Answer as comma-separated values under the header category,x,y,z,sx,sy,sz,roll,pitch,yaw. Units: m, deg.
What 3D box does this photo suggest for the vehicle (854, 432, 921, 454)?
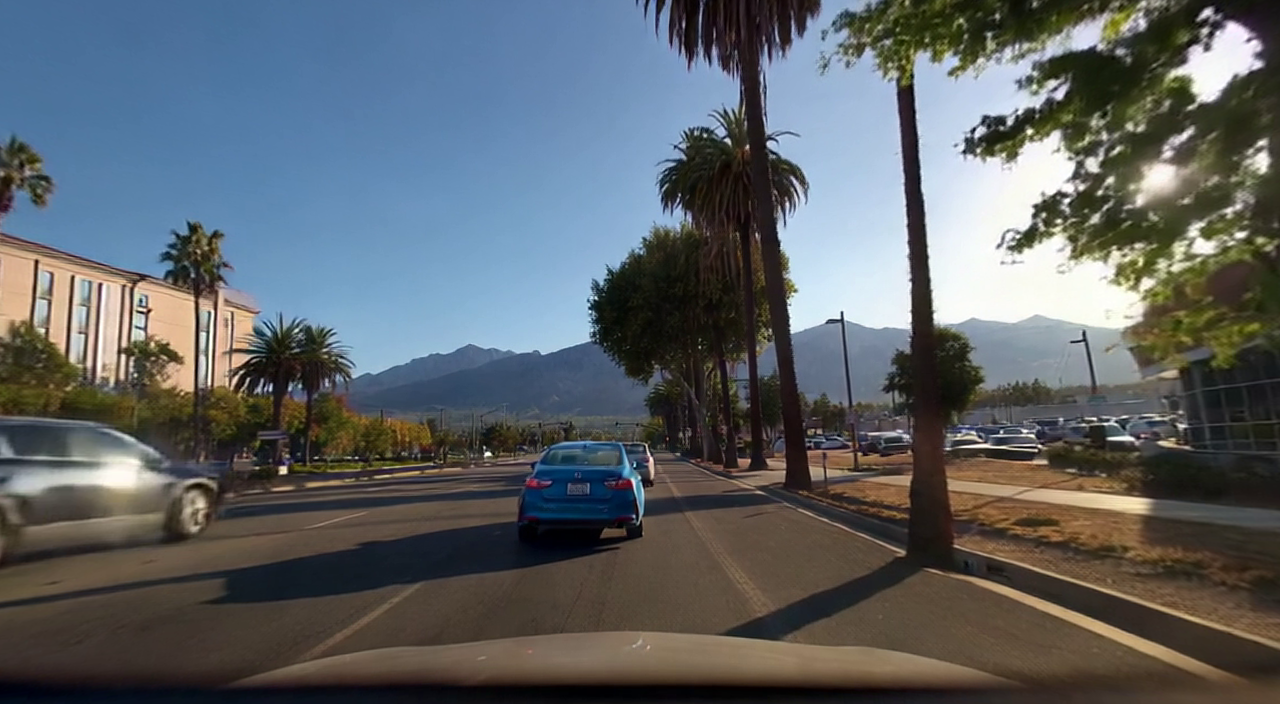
category,x,y,z,sx,sy,sz,roll,pitch,yaw
vehicle,19.155,7.088,49.104,1.925,1.652,4.490,6,-10,-35

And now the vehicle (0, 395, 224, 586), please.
category,x,y,z,sx,sy,sz,roll,pitch,yaw
vehicle,-7.625,1.485,6.972,2.400,1.900,5.325,0,-8,0

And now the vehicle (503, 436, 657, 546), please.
category,x,y,z,sx,sy,sz,roll,pitch,yaw
vehicle,-0.906,2.173,10.540,2.067,1.459,3.886,0,-8,-3

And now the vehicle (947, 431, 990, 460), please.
category,x,y,z,sx,sy,sz,roll,pitch,yaw
vehicle,18.686,5.329,35.997,1.961,1.526,4.640,-4,-9,26
